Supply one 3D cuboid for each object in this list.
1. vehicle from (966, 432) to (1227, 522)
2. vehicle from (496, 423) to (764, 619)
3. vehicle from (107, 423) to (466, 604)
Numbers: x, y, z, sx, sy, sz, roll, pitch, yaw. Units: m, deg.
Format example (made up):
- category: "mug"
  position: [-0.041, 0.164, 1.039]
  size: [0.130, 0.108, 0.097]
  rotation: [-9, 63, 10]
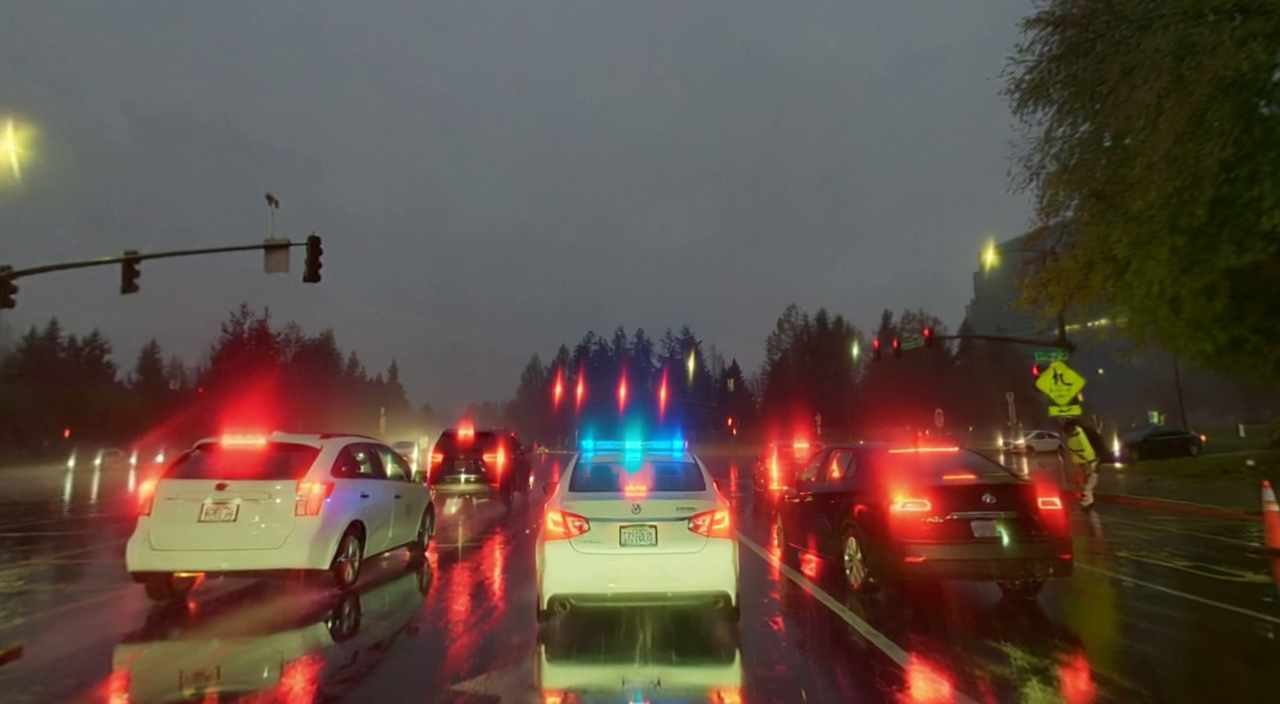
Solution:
- category: "vehicle"
  position: [9.358, 2.582, 13.584]
  size: [1.957, 1.576, 4.670]
  rotation: [0, -9, -3]
- category: "vehicle"
  position: [-0.121, 1.628, 7.089]
  size: [2.061, 1.486, 4.332]
  rotation: [0, -8, -1]
- category: "vehicle"
  position: [-3.593, 1.681, 7.446]
  size: [1.863, 1.526, 4.006]
  rotation: [0, -8, 1]
